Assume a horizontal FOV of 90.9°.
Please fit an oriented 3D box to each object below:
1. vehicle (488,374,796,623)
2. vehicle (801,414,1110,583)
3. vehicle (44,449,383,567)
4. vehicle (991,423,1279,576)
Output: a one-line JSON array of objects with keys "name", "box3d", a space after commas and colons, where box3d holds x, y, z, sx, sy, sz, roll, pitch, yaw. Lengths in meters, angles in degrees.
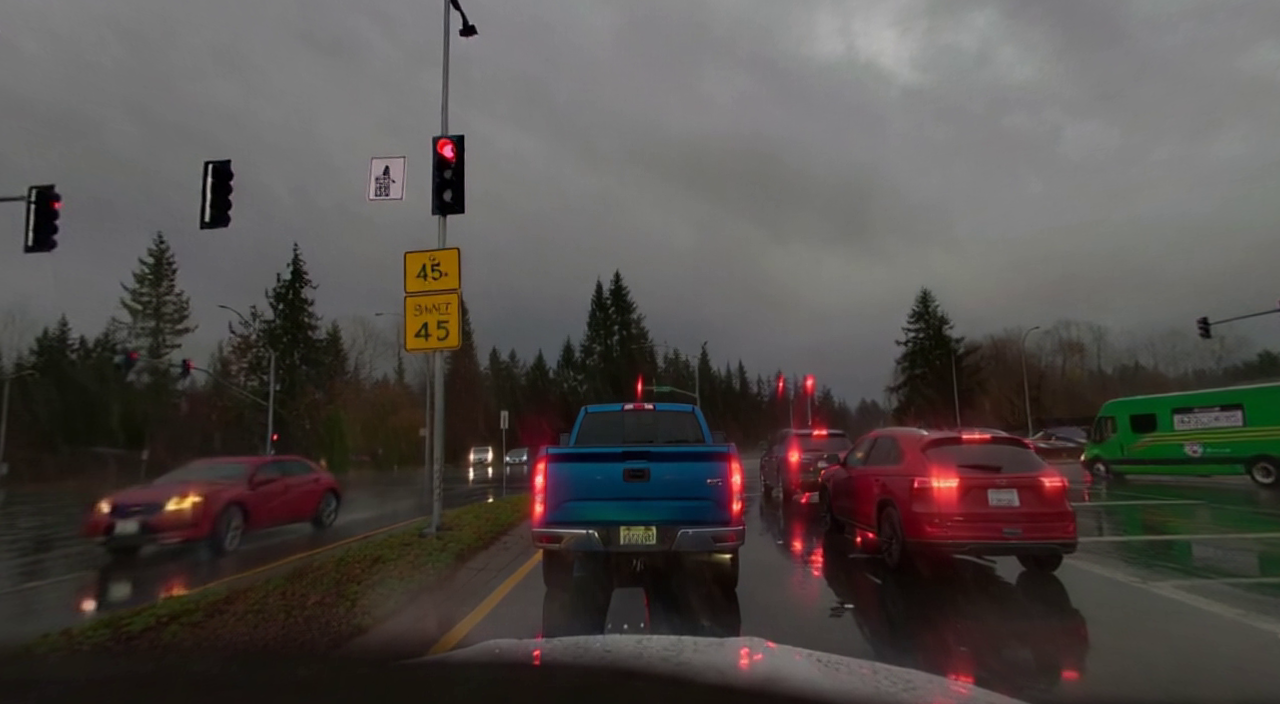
[{"name": "vehicle", "box3d": [0.051, 1.474, 7.345, 2.326, 1.880, 4.964, 0, -8, 1]}, {"name": "vehicle", "box3d": [3.578, 1.717, 8.182, 1.981, 1.616, 4.006, 0, -8, 1]}, {"name": "vehicle", "box3d": [-7.107, 2.591, 11.457, 2.410, 1.596, 4.931, -1, -8, 5]}, {"name": "vehicle", "box3d": [6.837, 1.740, 8.275, 1.973, 1.470, 4.228, 0, -8, 0]}]
